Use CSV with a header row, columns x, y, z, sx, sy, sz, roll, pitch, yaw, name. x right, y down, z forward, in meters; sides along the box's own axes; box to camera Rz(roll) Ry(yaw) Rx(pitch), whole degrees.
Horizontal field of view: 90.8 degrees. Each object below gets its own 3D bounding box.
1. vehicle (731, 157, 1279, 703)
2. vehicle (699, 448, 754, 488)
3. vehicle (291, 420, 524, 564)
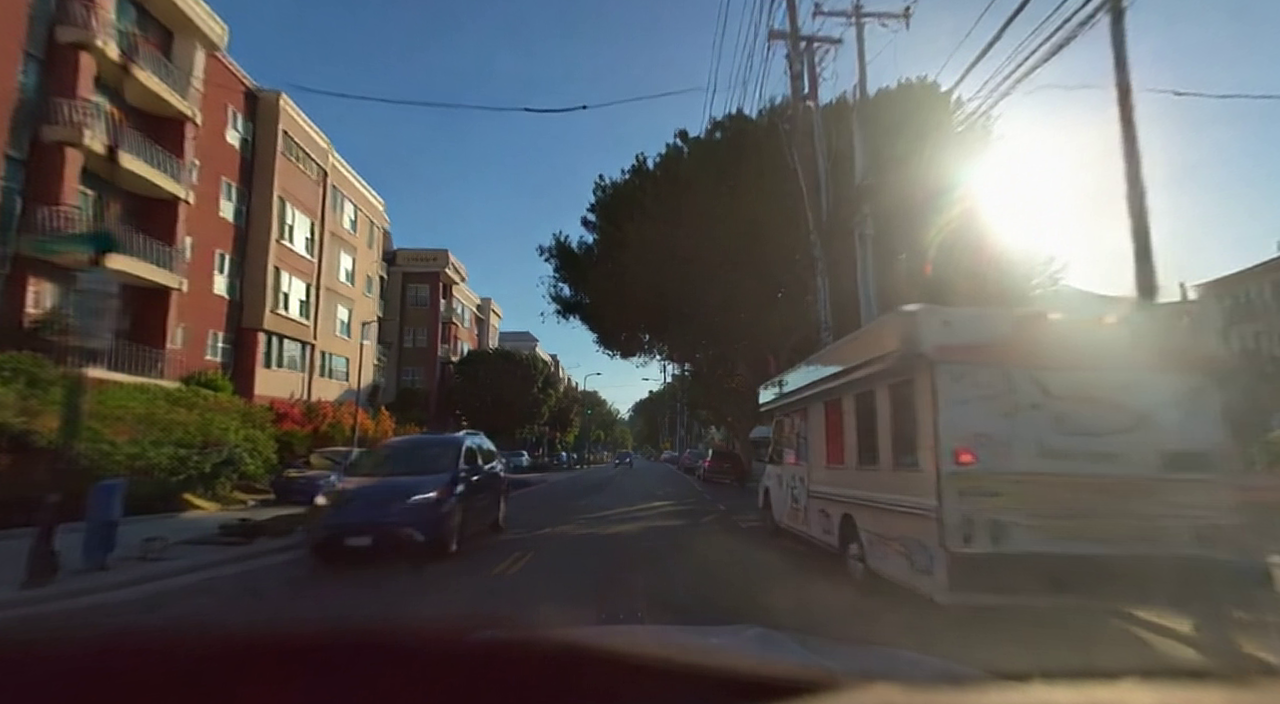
x,y,z,sx,sy,sz,roll,pitch,yaw,name
3.233,0.936,7.745,2.886,3.321,7.809,0,-8,-1,vehicle
3.843,5.205,28.781,1.936,1.641,4.434,-1,-8,1,vehicle
-3.188,1.989,9.729,1.952,1.708,4.096,-1,-8,1,vehicle
